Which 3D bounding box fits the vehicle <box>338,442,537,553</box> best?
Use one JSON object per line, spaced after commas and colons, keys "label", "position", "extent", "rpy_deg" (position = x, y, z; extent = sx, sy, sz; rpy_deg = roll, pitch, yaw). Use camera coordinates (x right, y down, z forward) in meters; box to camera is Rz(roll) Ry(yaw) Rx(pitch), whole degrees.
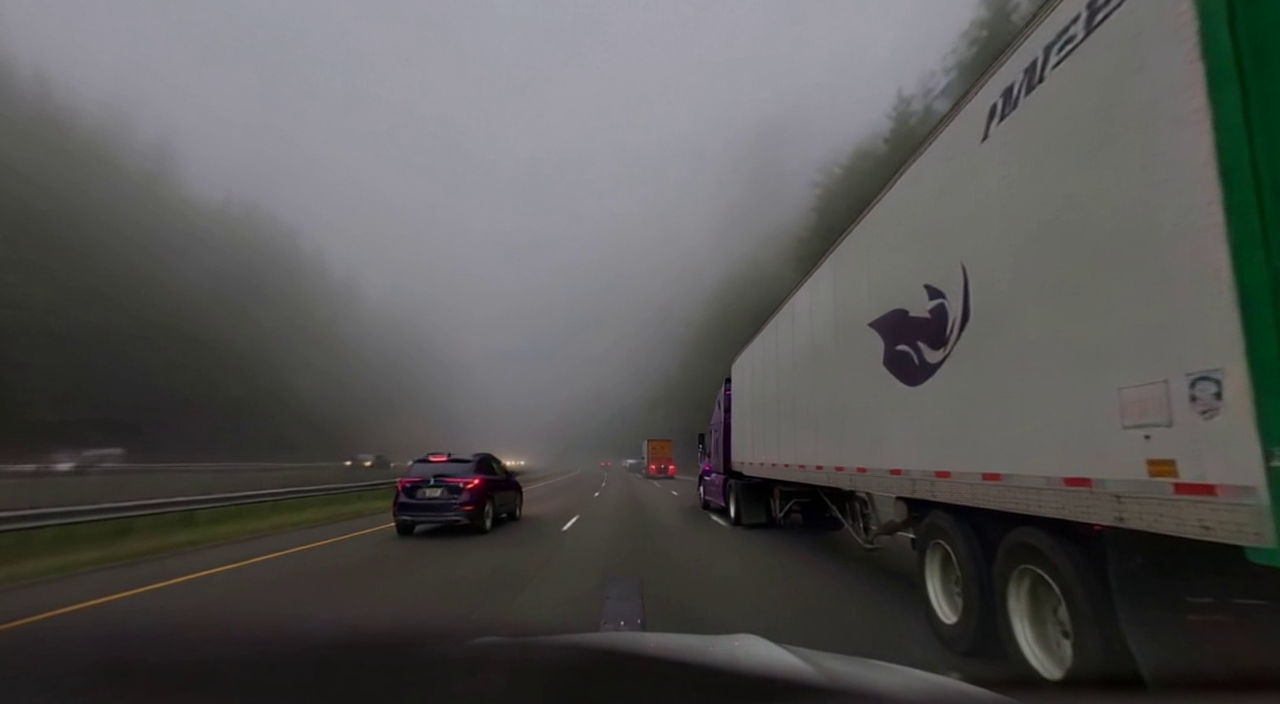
{"label": "vehicle", "position": [-3.422, 2.613, 11.873], "extent": [2.010, 1.580, 4.949], "rpy_deg": [1, -10, 1]}

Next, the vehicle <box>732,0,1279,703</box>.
{"label": "vehicle", "position": [3.744, 0.867, 8.508], "extent": [2.856, 4.040, 14.009], "rpy_deg": [1, -10, 0]}
